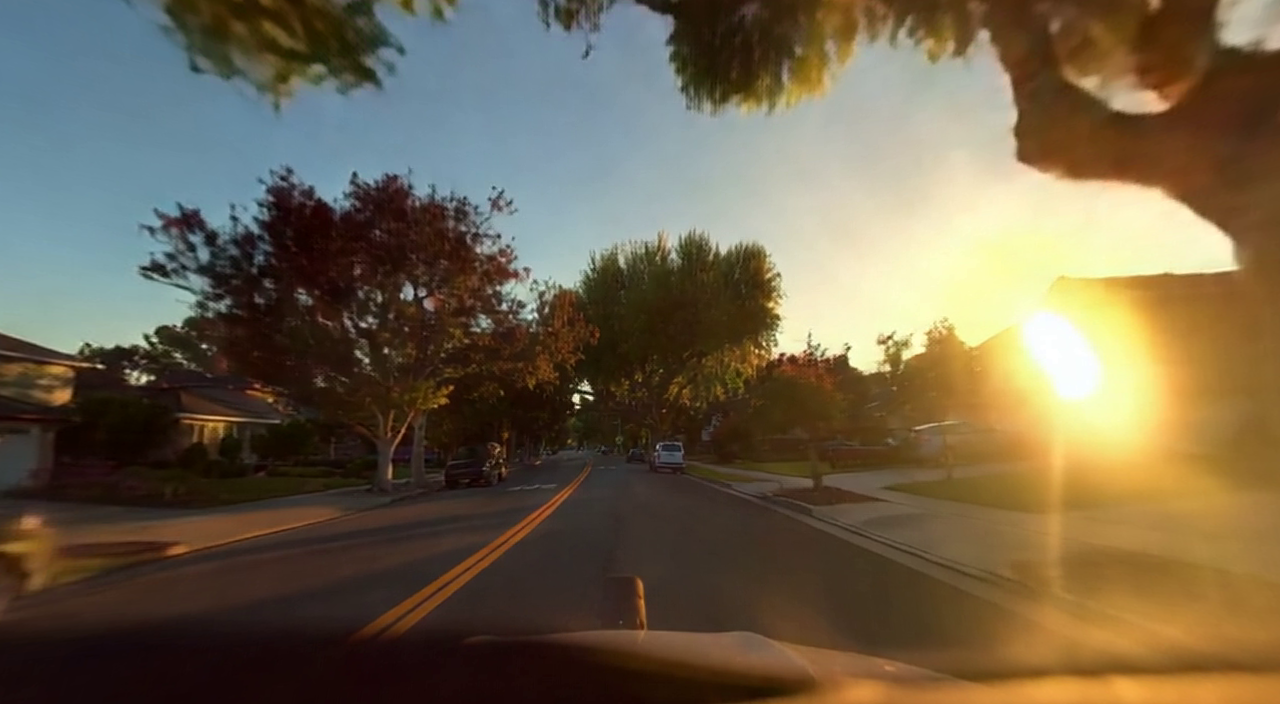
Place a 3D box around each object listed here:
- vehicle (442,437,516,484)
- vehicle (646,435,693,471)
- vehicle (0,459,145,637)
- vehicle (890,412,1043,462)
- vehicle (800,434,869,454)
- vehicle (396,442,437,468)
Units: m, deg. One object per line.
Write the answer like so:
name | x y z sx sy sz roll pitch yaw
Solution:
vehicle | -6.990 4.827 28.151 2.102 1.801 5.574 -1 -10 -3
vehicle | 1.466 5.322 33.493 2.007 1.702 4.430 -1 -8 -3
vehicle | -6.144 1.387 3.761 2.004 1.400 5.505 -2 -10 0
vehicle | 12.991 3.438 25.399 4.938 1.830 2.024 -1 -9 0
vehicle | 14.636 6.915 47.659 4.560 1.350 1.882 -2 -8 0
vehicle | -17.414 8.034 49.418 1.933 1.837 4.670 -1 -8 -5
